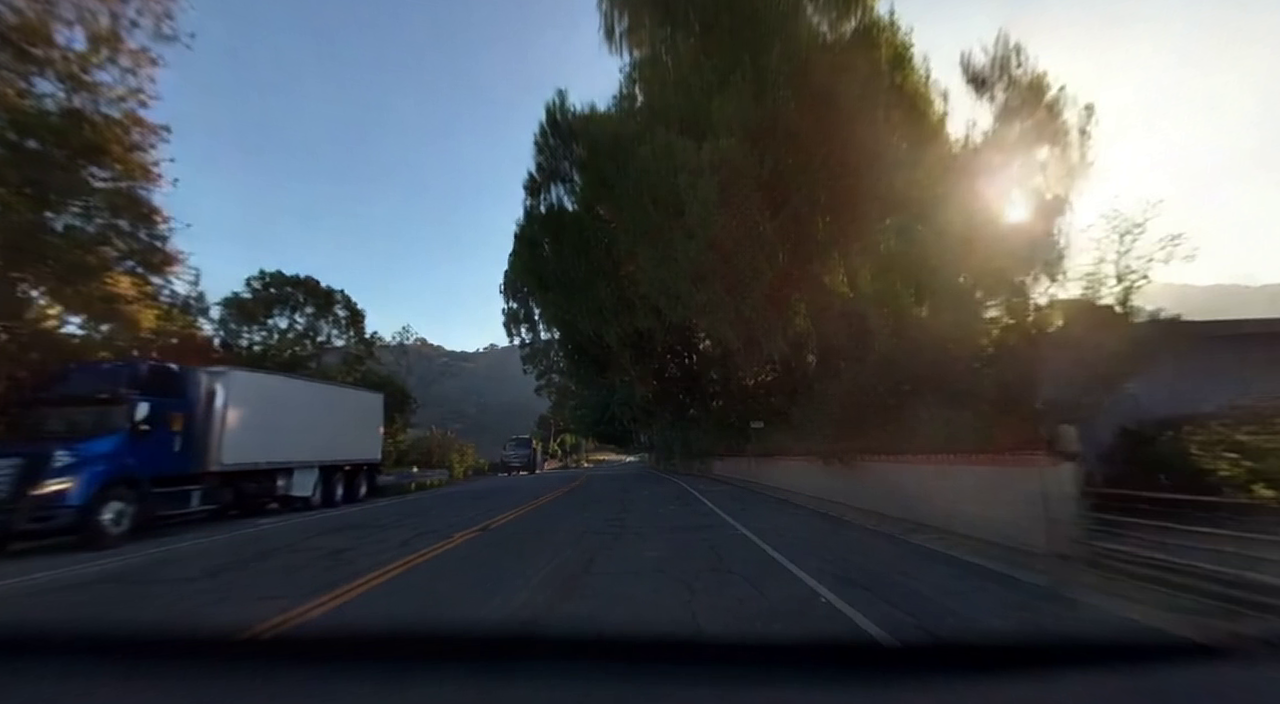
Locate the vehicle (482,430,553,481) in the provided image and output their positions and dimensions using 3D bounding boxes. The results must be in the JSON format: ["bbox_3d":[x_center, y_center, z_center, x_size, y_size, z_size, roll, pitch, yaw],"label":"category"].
[{"bbox_3d":[-7.986,6.877,42.380,2.781,3.039,8.581,0,-8,2],"label":"vehicle"}]

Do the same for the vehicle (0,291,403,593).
[{"bbox_3d":[-8.093,1.614,12.157,2.905,3.359,10.168,0,-7,1],"label":"vehicle"}]
